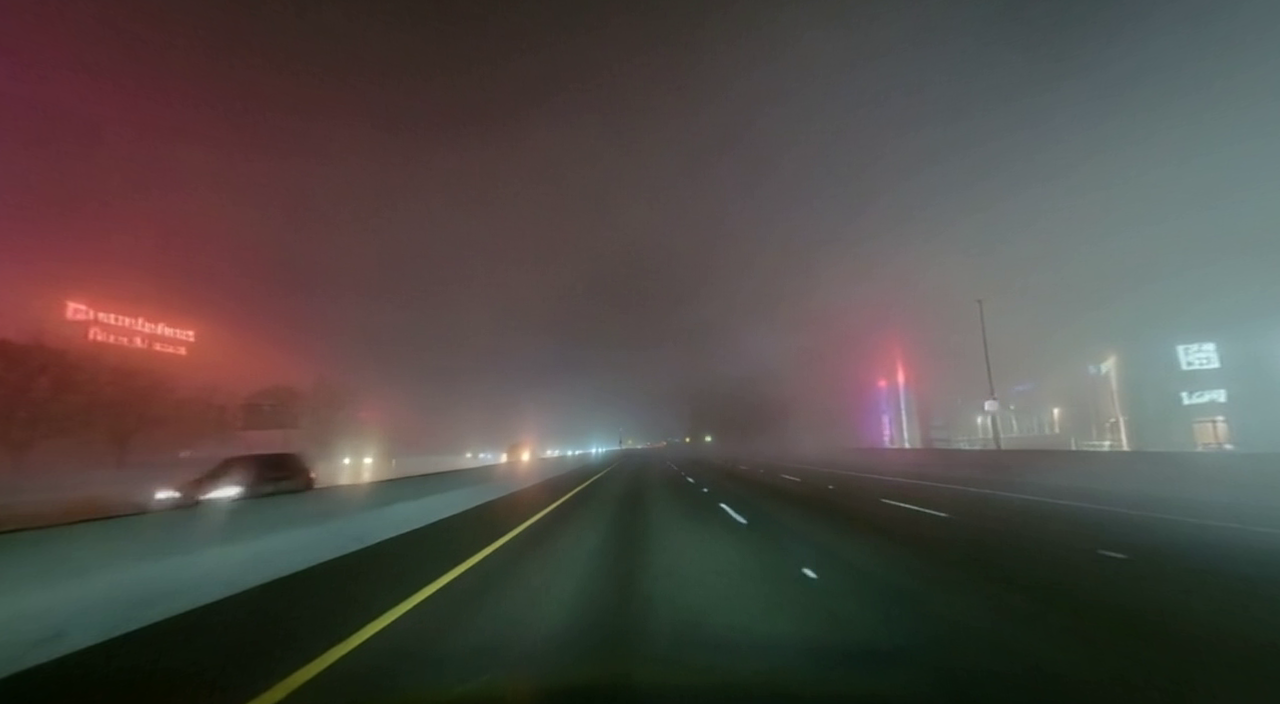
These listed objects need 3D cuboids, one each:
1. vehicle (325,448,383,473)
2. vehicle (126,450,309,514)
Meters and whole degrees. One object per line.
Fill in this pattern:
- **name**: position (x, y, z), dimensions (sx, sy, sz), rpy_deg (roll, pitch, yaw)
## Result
- **vehicle**: position (-21.921, 8.298, 48.577), dimensions (2.059, 1.784, 5.055), rpy_deg (0, -8, 0)
- **vehicle**: position (-11.562, 3.537, 17.768), dimensions (1.910, 1.499, 4.634), rpy_deg (0, -8, 0)
